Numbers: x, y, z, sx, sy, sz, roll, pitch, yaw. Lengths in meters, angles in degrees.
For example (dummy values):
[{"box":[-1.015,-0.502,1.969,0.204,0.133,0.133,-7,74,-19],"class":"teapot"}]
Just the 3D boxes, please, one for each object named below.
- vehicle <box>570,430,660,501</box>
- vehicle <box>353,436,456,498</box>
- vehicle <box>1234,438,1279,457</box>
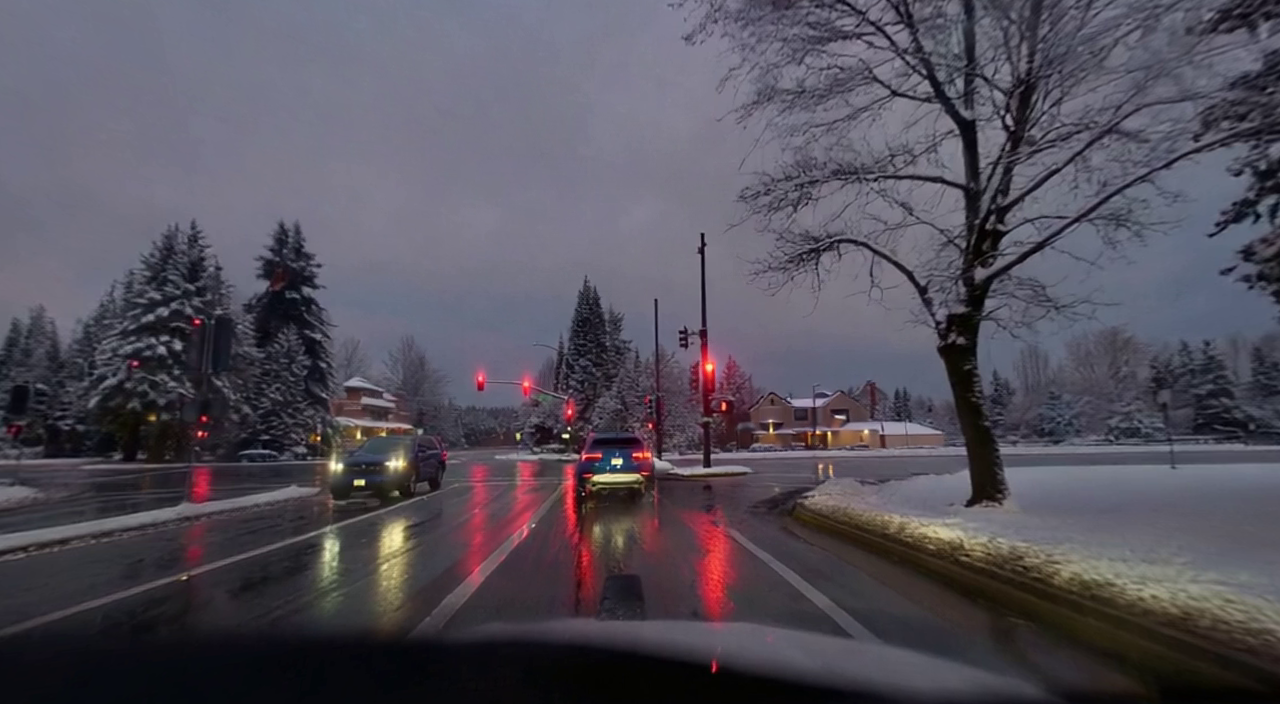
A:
[{"box":[-0.803,3.023,17.190,2.154,1.670,4.140,1,-9,-6],"class":"vehicle"},{"box":[-7.112,3.491,19.512,2.020,1.695,4.187,1,-9,-7],"class":"vehicle"},{"box":[49.492,7.507,49.370,3.654,1.439,1.900,-1,-9,5],"class":"vehicle"}]
